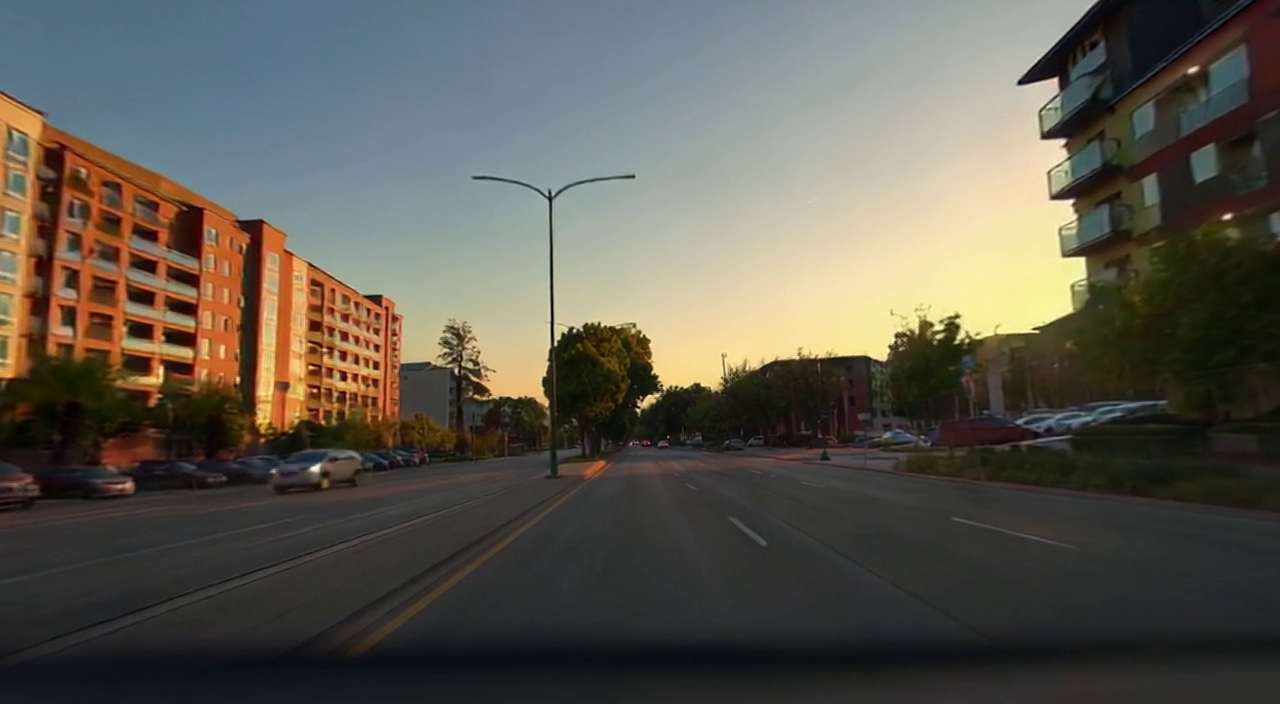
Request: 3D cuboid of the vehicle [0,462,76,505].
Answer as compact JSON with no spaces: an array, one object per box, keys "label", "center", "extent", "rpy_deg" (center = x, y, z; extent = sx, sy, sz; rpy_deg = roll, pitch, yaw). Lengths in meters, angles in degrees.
[{"label":"vehicle","center":[-26.284,5.399,25.959],"extent":[4.054,1.602,2.056],"rpy_deg":[3,-9,-23]}]
